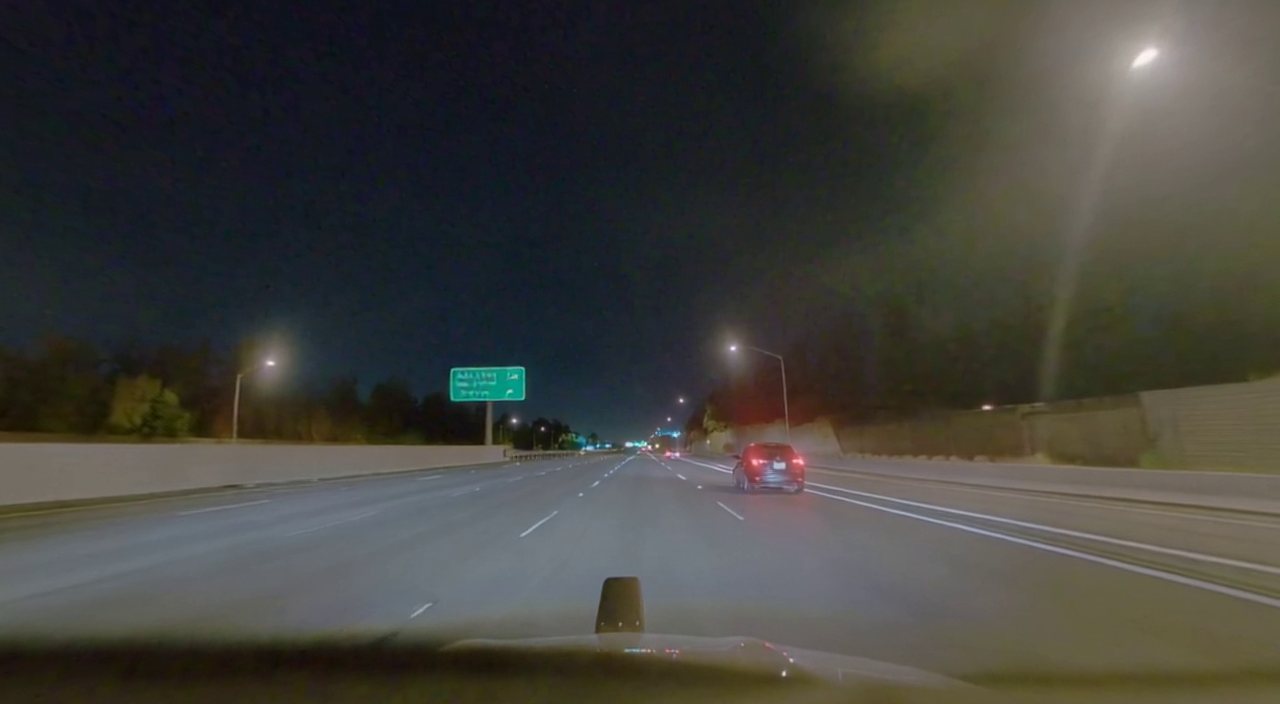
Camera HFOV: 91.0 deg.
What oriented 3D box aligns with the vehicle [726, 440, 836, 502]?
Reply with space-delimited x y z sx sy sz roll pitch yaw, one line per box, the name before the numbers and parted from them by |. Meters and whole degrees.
vehicle | 3.764 3.258 17.652 2.033 1.501 4.398 0 -9 0
